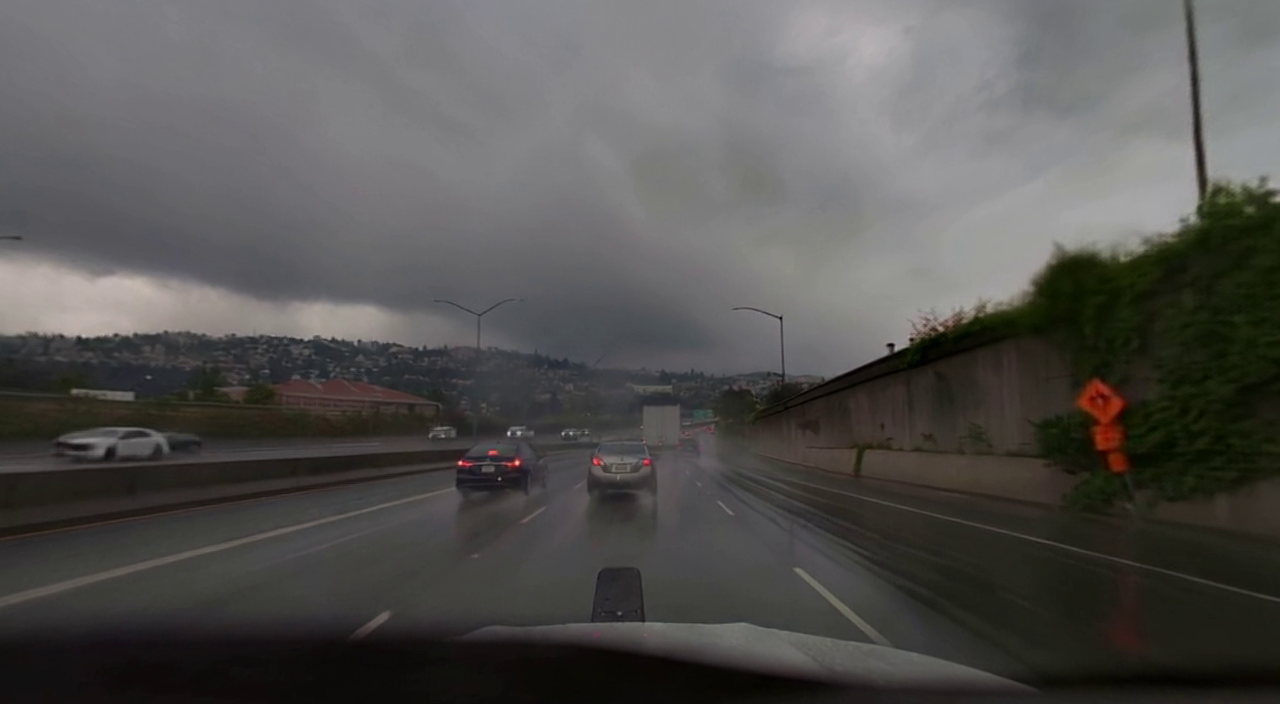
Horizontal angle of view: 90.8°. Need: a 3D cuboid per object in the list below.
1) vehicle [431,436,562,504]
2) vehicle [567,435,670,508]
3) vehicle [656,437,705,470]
[{"bbox_3d":[-3.500,3.008,16.563,2.130,1.474,5.027,-1,-9,2],"label":"vehicle"},{"bbox_3d":[-0.401,2.777,15.086,2.136,1.470,3.971,-1,-9,1],"label":"vehicle"},{"bbox_3d":[2.130,5.547,34.676,2.166,1.666,4.618,0,-9,-3],"label":"vehicle"}]
